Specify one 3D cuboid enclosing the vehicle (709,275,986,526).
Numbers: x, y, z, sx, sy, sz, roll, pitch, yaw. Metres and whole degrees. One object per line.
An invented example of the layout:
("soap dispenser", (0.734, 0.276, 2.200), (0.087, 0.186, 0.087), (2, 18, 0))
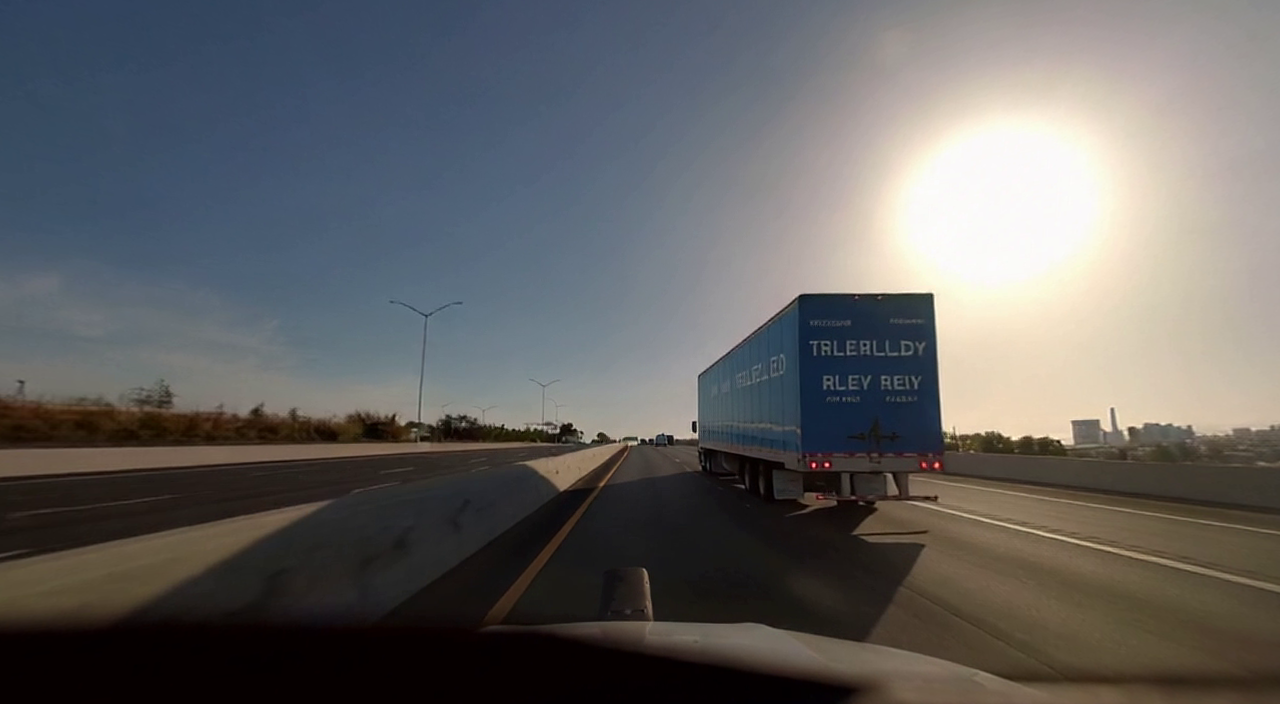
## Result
("vehicle", (4.080, 1.736, 17.263), (3.006, 4.093, 14.142), (0, -8, 1))
